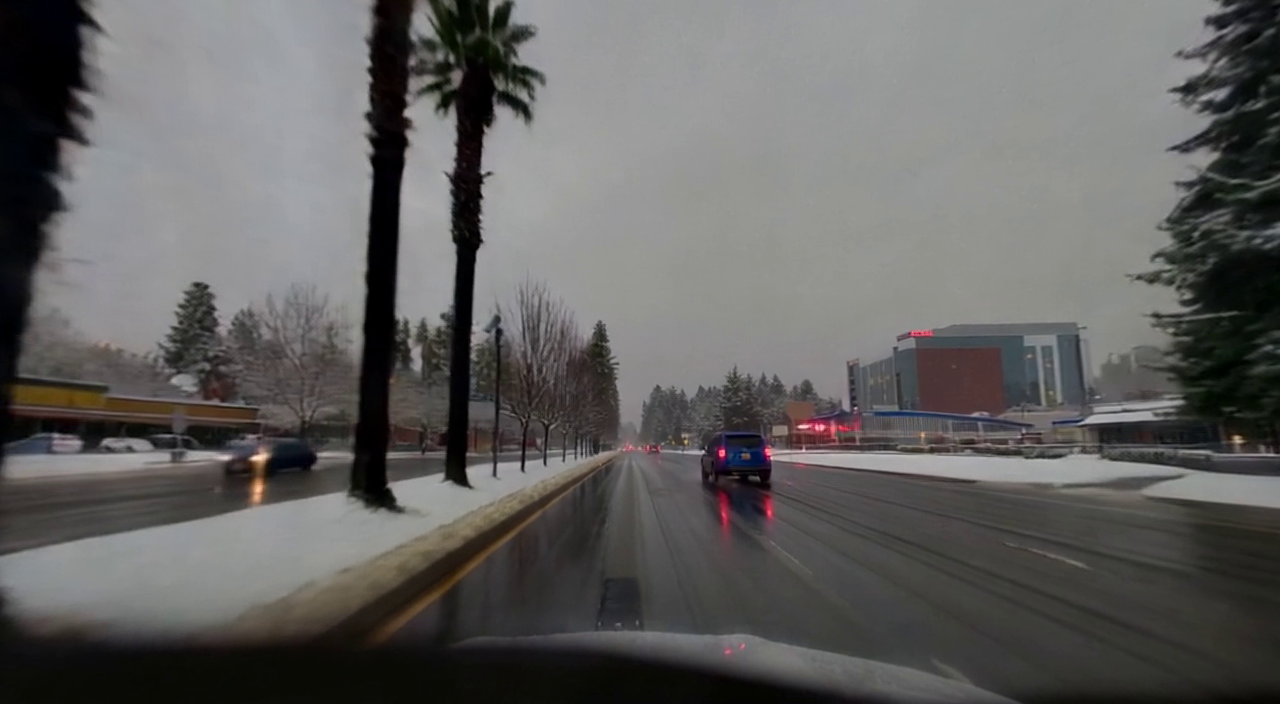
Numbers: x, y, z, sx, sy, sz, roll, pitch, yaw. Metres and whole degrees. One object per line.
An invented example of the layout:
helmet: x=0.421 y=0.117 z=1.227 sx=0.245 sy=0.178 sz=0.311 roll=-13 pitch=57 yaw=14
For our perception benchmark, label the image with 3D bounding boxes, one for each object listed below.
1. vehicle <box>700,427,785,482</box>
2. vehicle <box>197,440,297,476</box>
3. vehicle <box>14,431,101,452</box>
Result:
vehicle: x=3.417 y=3.533 z=21.921 sx=2.072 sy=1.696 sz=4.177 roll=0 pitch=-8 yaw=-2
vehicle: x=-17.715 y=4.794 z=28.764 sx=1.764 sy=1.476 sz=4.349 roll=0 pitch=-8 yaw=0
vehicle: x=-44.084 y=6.812 z=47.903 sx=4.566 sy=1.522 sz=1.950 roll=0 pitch=-8 yaw=-2
